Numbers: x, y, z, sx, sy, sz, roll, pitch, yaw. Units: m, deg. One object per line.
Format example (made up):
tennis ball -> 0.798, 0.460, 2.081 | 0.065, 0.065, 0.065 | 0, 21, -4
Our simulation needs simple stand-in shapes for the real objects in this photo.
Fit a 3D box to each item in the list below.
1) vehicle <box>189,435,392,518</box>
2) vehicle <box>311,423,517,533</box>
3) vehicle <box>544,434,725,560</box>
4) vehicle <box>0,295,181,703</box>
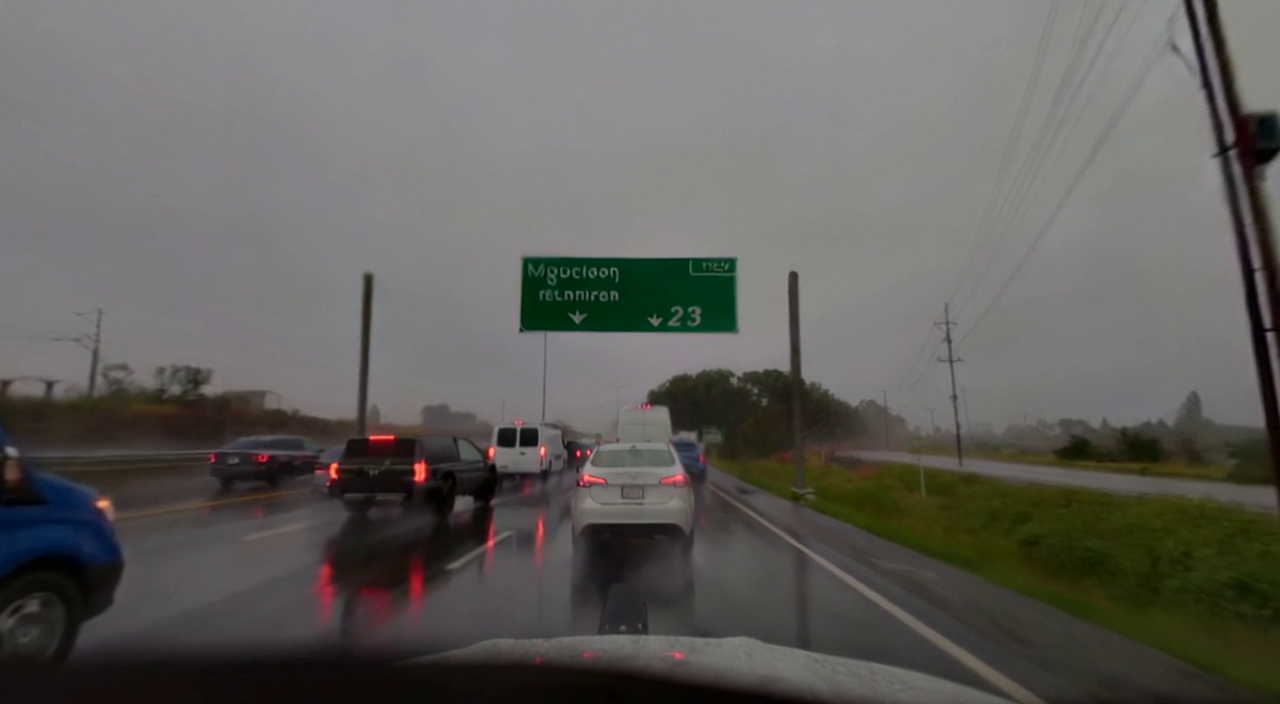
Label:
vehicle -> -7.272, 2.608, 13.704 | 1.851, 1.497, 4.296 | 0, -8, 2
vehicle -> -3.888, 2.243, 11.823 | 2.114, 1.657, 4.432 | 0, -8, 2
vehicle -> -0.053, 1.951, 9.220 | 2.054, 1.421, 4.090 | 0, -8, 0
vehicle -> -3.918, 0.541, 1.465 | 2.142, 1.952, 4.556 | 0, -8, 1
